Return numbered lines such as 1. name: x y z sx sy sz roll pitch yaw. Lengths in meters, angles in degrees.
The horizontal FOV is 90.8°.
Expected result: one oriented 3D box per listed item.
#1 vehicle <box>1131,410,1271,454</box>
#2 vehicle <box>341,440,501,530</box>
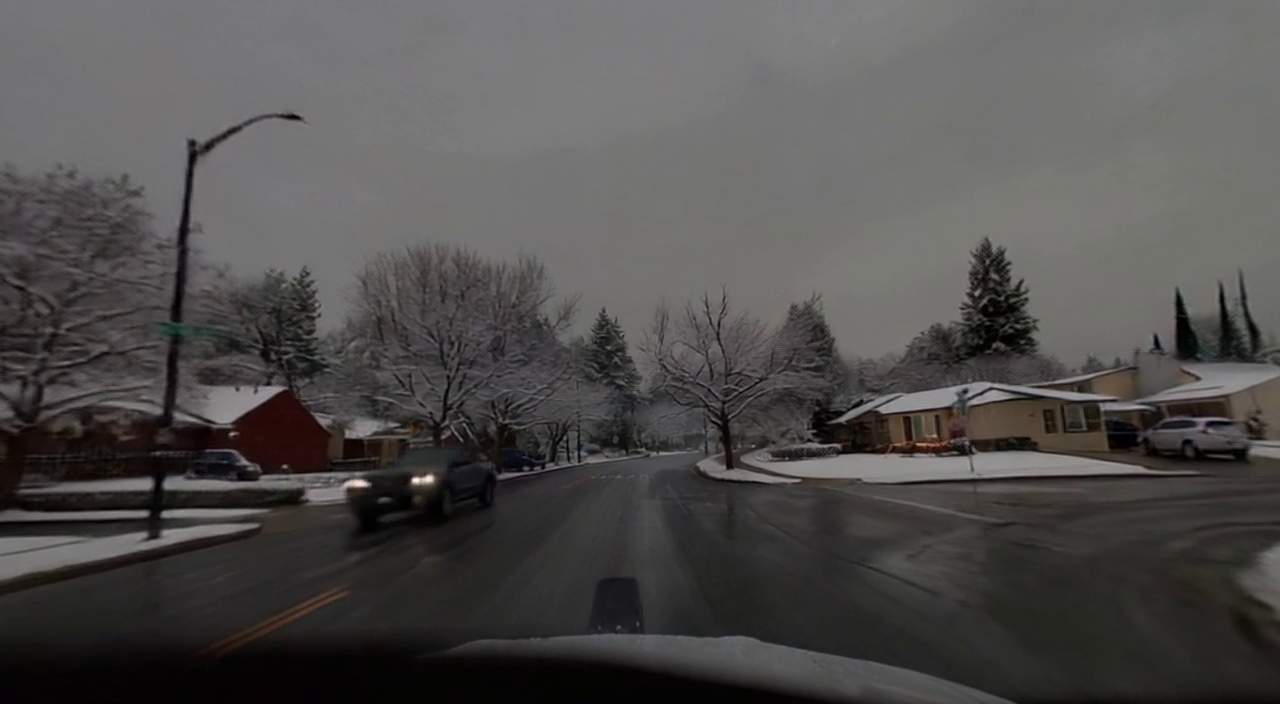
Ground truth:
1. vehicle: 22.844 3.342 26.000 1.875 1.609 4.322 -1 -9 3
2. vehicle: -4.615 2.839 14.098 2.025 1.660 4.151 -1 -9 1
